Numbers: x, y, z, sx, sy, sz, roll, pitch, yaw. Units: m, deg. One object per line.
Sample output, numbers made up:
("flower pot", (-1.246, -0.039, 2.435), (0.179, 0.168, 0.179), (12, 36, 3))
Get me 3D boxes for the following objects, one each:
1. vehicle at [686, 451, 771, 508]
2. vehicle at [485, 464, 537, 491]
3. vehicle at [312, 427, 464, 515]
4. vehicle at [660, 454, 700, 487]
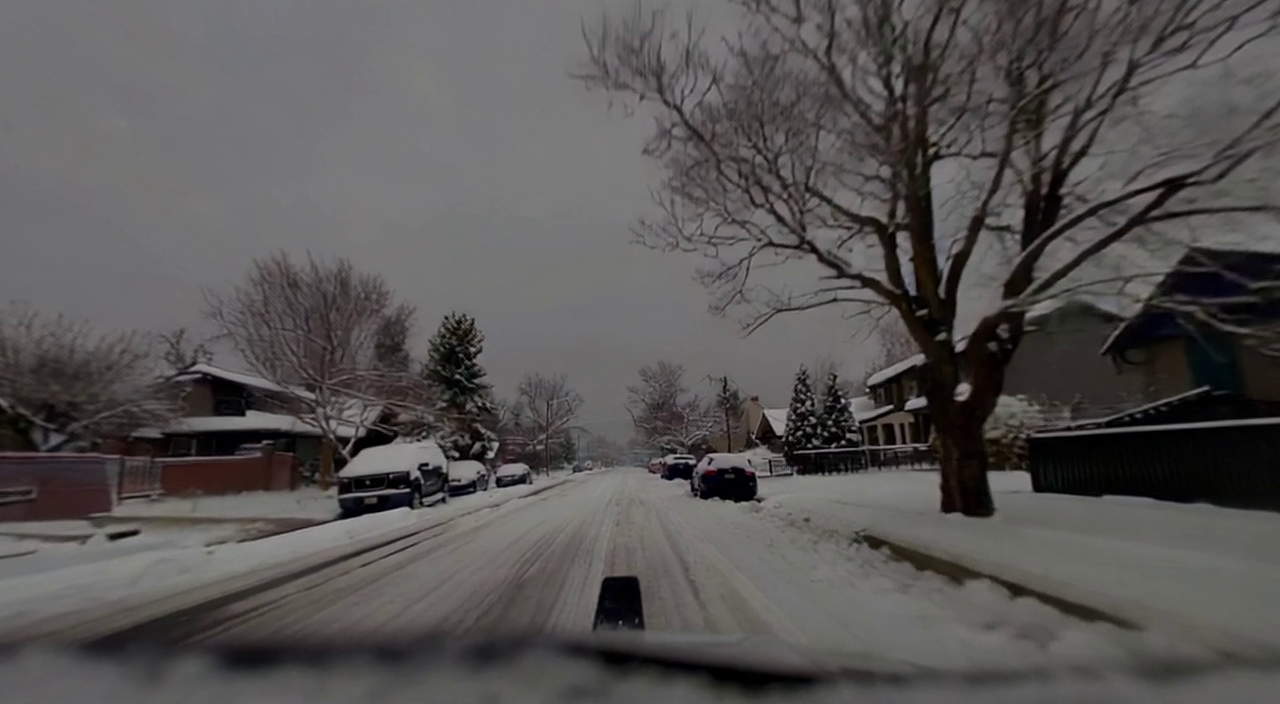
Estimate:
("vehicle", (2.800, 4.151, 21.025), (2.050, 1.598, 4.590), (0, -8, -1))
("vehicle", (-7.614, 7.502, 37.522), (2.071, 1.481, 4.425), (0, -11, 1))
("vehicle", (-7.266, 3.752, 19.066), (2.408, 2.201, 5.646), (-1, -14, -2))
("vehicle", (2.494, 7.590, 40.554), (2.262, 1.870, 4.948), (0, -8, 0))
